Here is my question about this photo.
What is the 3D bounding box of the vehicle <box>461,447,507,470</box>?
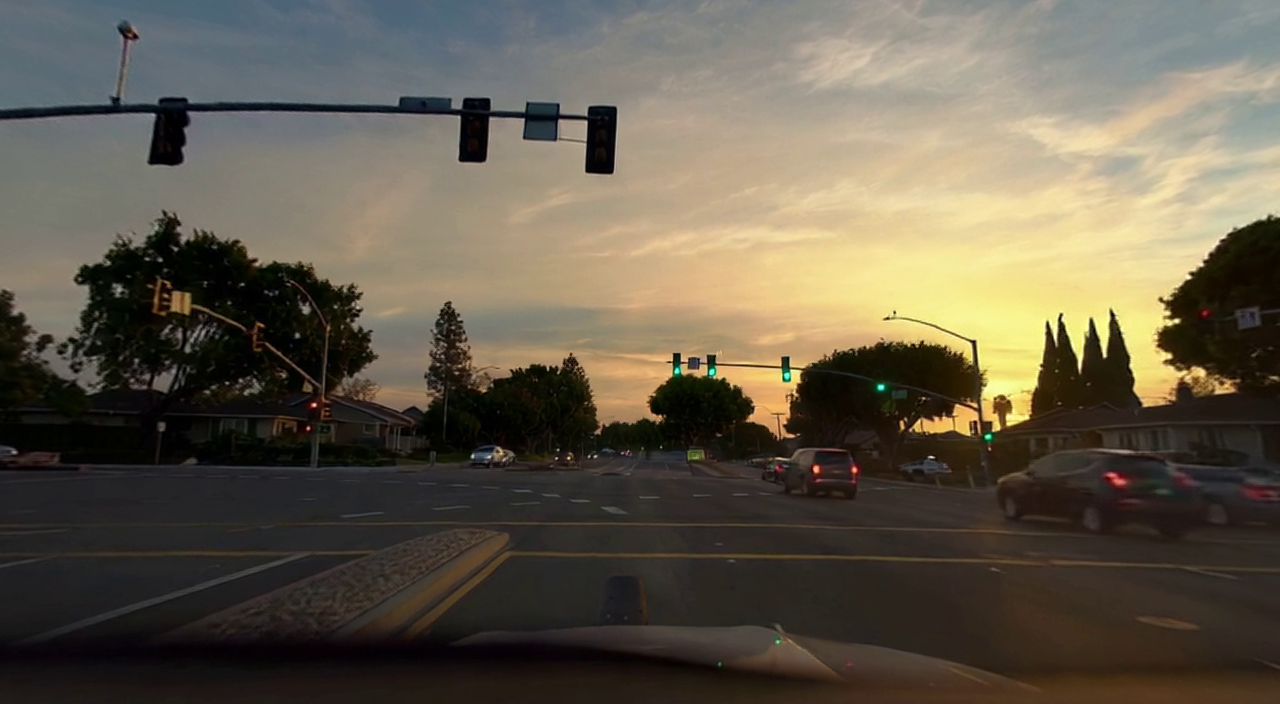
[{"bbox_3d":[-10.950,7.519,44.620,2.039,1.519,4.356,0,-9,1],"label":"vehicle"}]

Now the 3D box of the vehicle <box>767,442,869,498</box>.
[{"bbox_3d":[6.366,4.252,23.225,2.239,1.812,4.812,0,-9,-1],"label":"vehicle"}]

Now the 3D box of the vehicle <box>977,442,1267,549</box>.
[{"bbox_3d":[9.404,2.775,13.044,2.120,1.767,4.856,0,-9,0],"label":"vehicle"}]
